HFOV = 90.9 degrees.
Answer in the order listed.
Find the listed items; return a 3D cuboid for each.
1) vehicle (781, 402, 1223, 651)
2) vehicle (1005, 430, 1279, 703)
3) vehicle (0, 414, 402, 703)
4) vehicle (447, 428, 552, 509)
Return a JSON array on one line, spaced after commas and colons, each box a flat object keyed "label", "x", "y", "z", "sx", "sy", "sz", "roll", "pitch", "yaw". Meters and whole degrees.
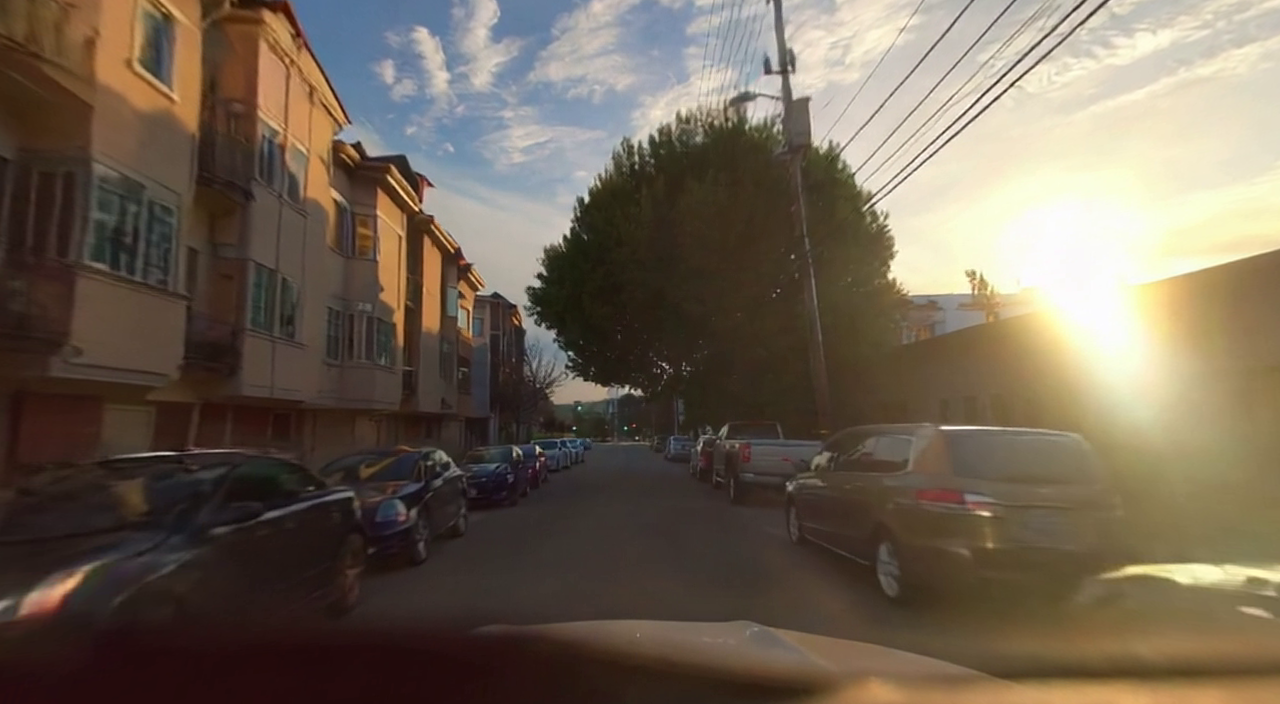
[{"label": "vehicle", "x": 3.072, "y": 1.538, "z": 6.789, "sx": 2.032, "sy": 1.684, "sz": 4.564, "roll": 2, "pitch": -8, "yaw": -1}, {"label": "vehicle", "x": 3.246, "y": 0.994, "z": 1.924, "sx": 1.809, "sy": 1.444, "sz": 3.882, "roll": 2, "pitch": -8, "yaw": -3}, {"label": "vehicle", "x": -3.293, "y": 1.280, "z": 4.298, "sx": 2.016, "sy": 1.594, "sz": 4.146, "roll": -2, "pitch": -6, "yaw": -4}, {"label": "vehicle", "x": -3.509, "y": 2.904, "z": 16.568, "sx": 1.880, "sy": 1.608, "sz": 4.729, "roll": -2, "pitch": -5, "yaw": -3}]
